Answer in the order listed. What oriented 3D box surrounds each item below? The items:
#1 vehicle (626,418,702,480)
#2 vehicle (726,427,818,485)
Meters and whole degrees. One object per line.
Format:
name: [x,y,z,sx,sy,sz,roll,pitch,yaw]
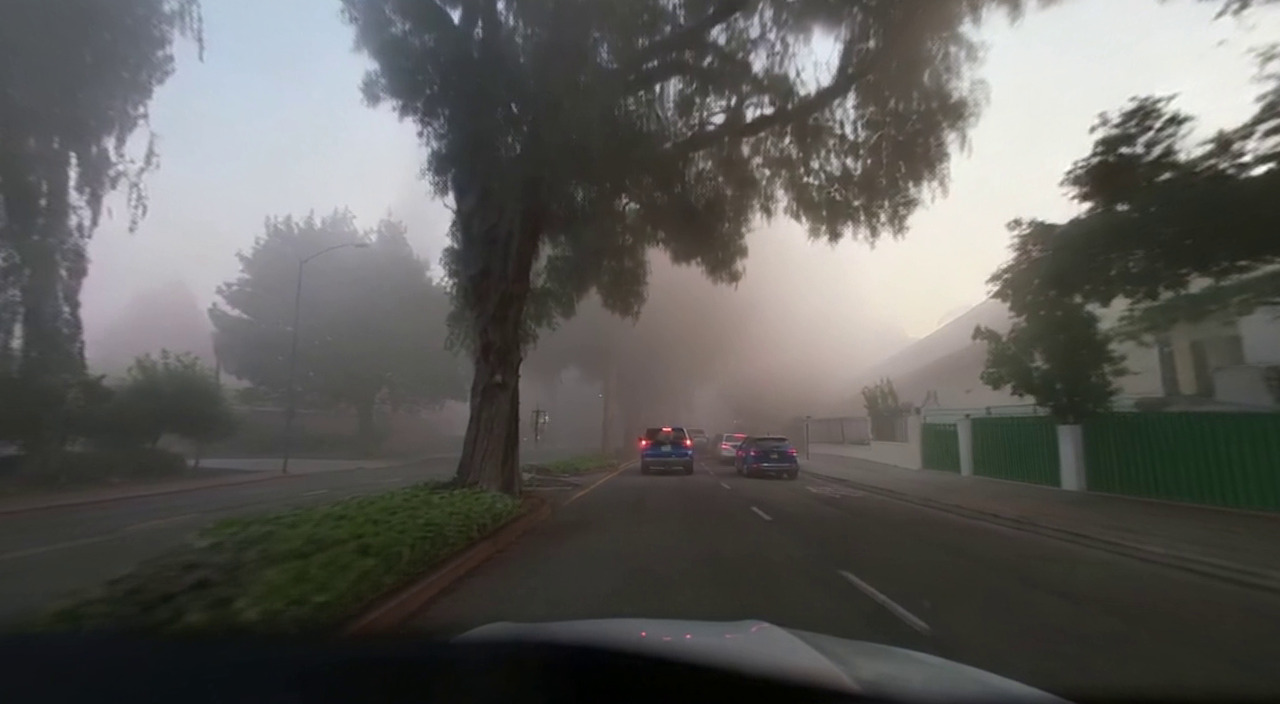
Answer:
vehicle: [0.857,3.395,22.279,2.386,1.947,4.168,-1,-8,3]
vehicle: [4.306,3.482,21.427,2.138,1.699,4.852,-1,-8,1]
